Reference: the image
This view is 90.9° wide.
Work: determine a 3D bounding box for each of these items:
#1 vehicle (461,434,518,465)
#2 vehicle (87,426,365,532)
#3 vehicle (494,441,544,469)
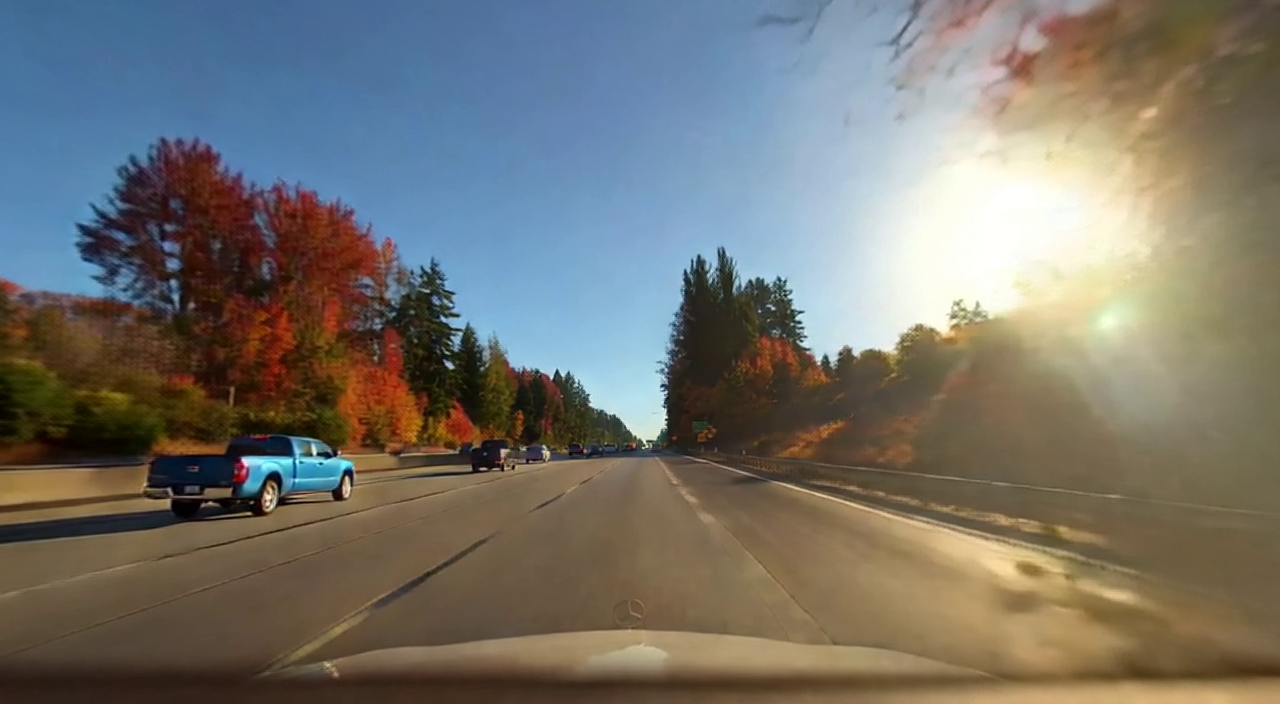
[{"bbox_3d":[-10.294,6.727,43.606,2.347,1.984,5.778,0,-8,2],"label":"vehicle"},{"bbox_3d":[-7.219,2.241,11.803,1.965,1.567,4.686,0,-8,1],"label":"vehicle"},{"bbox_3d":[-6.812,5.858,36.017,1.919,1.499,4.234,0,-8,1],"label":"vehicle"}]
